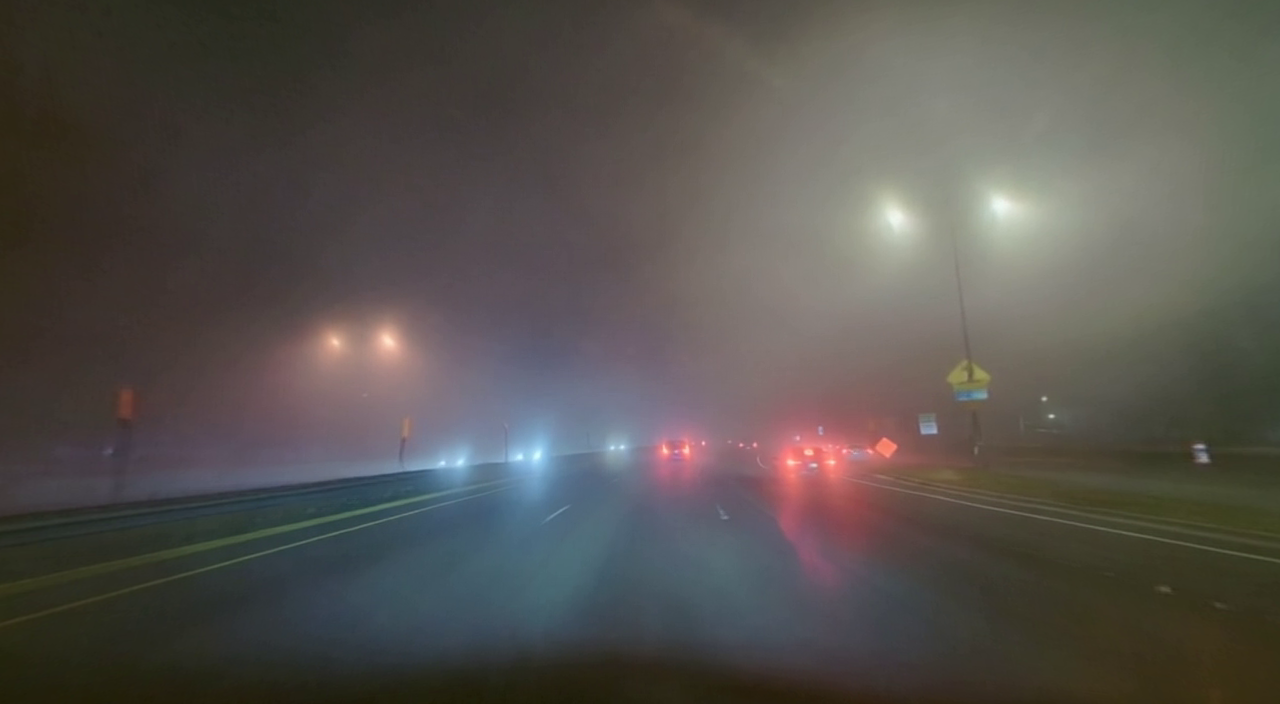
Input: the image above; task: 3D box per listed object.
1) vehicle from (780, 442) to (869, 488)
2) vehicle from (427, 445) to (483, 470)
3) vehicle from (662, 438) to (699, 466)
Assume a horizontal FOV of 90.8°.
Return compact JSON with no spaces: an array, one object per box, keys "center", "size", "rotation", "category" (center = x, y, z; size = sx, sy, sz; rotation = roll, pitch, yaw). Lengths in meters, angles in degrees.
[{"center":[6.427,3.977,22.527],"size":[2.044,1.474,4.083],"rotation":[0,-8,2],"category":"vehicle"},{"center":[-13.158,7.516,45.244],"size":[2.186,1.628,4.551],"rotation":[-1,-9,6],"category":"vehicle"},{"center":[2.688,6.468,41.012],"size":[2.201,1.676,4.541],"rotation":[-1,-9,6],"category":"vehicle"}]
